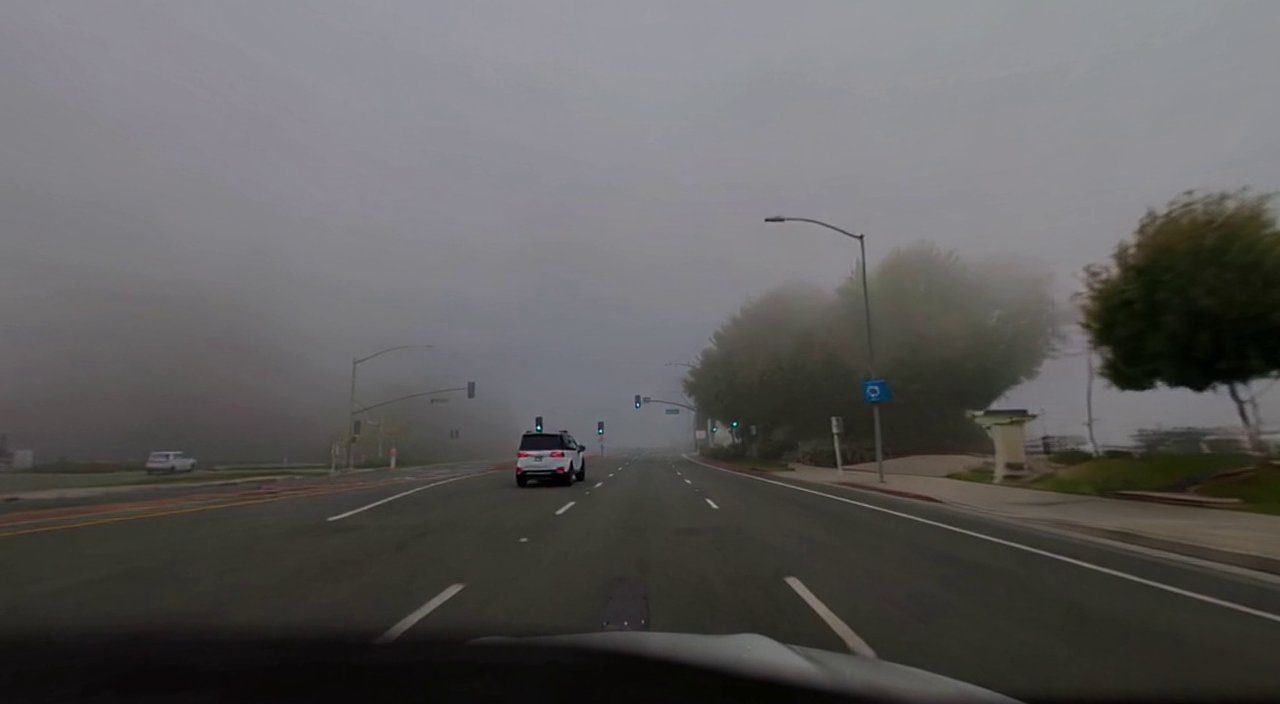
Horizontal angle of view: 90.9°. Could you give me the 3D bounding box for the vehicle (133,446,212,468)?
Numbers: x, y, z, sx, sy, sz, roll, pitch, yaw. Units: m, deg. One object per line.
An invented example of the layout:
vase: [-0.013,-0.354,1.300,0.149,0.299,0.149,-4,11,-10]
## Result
vehicle: [-36.257,8.153,48.973,4.553,1.492,1.967,-2,-8,-1]

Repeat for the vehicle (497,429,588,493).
vehicle: [-2.895,3.372,19.755,2.011,1.756,4.478,0,-9,2]
